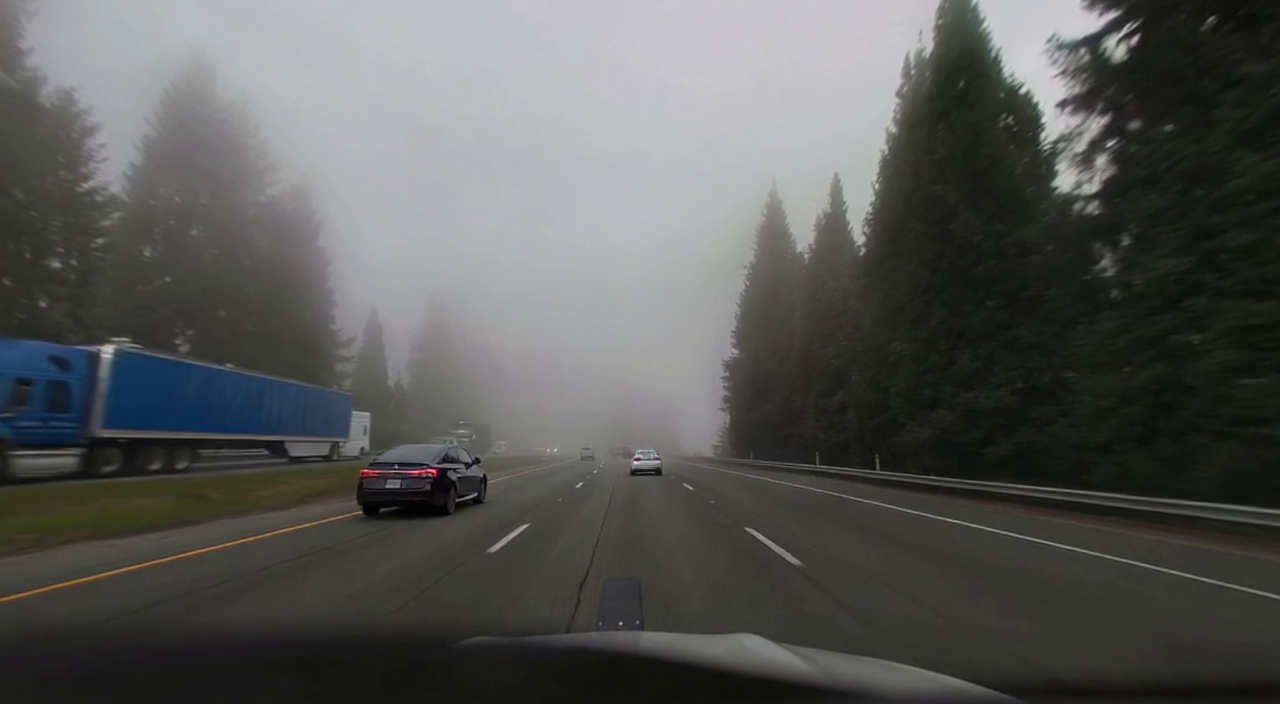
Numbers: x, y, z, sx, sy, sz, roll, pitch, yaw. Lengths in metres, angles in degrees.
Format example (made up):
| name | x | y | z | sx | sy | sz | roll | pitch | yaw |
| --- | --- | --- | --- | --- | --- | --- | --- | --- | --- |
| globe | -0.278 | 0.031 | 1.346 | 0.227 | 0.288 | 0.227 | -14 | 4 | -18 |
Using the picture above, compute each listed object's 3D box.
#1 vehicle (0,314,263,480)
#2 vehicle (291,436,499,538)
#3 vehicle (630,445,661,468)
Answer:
| name | x | y | z | sx | sy | sz | roll | pitch | yaw |
| --- | --- | --- | --- | --- | --- | --- | --- | --- | --- |
| vehicle | -16.860 | 1.840 | 20.265 | 2.930 | 3.986 | 10.582 | 0 | -9 | 0 |
| vehicle | -4.150 | 2.352 | 11.673 | 2.054 | 1.500 | 4.469 | 0 | -9 | 0 |
| vehicle | 0.348 | 7.340 | 44.531 | 2.008 | 1.499 | 3.192 | 0 | -9 | -2 |
